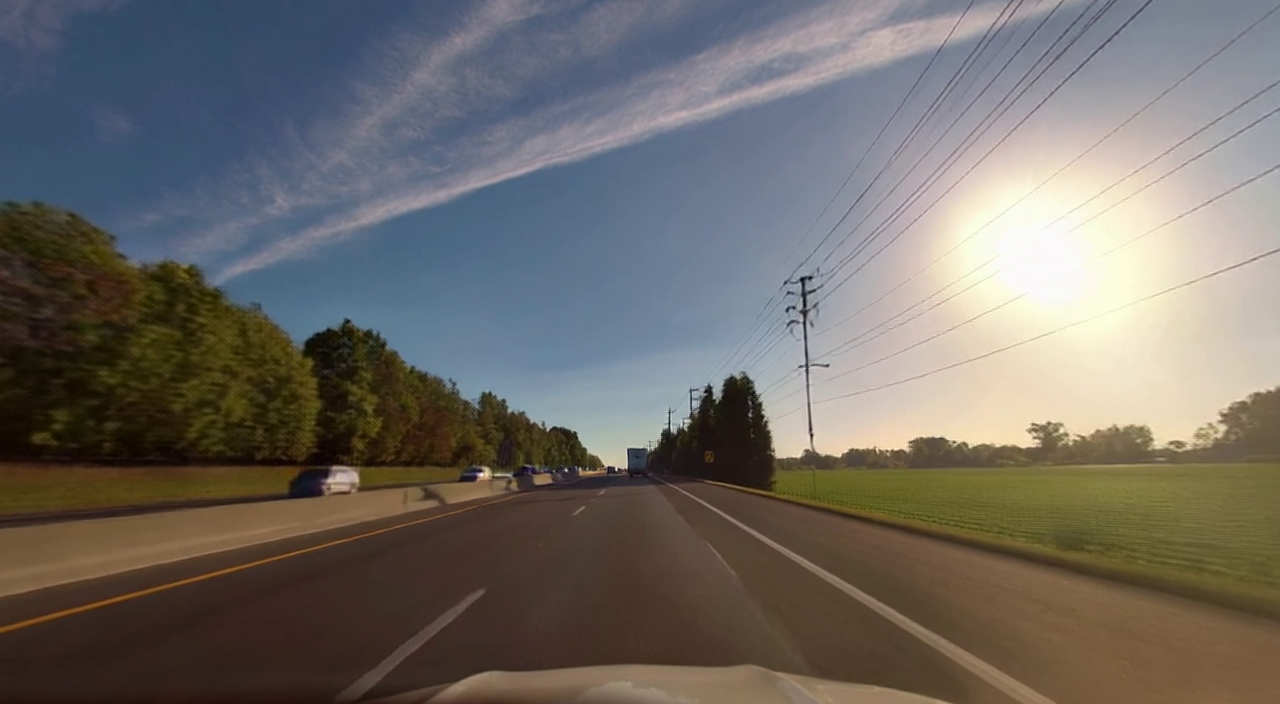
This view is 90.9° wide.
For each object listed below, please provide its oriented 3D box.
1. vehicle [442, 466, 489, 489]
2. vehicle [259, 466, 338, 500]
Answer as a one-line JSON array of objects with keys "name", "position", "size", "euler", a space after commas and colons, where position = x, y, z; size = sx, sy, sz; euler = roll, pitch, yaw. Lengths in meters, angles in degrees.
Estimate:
[{"name": "vehicle", "position": [-11.947, 8.624, 43.373], "size": [1.881, 1.438, 4.529], "euler": [1, -11, 0]}, {"name": "vehicle", "position": [-15.693, 6.035, 29.181], "size": [1.673, 1.409, 3.458], "euler": [1, -11, 0]}]
